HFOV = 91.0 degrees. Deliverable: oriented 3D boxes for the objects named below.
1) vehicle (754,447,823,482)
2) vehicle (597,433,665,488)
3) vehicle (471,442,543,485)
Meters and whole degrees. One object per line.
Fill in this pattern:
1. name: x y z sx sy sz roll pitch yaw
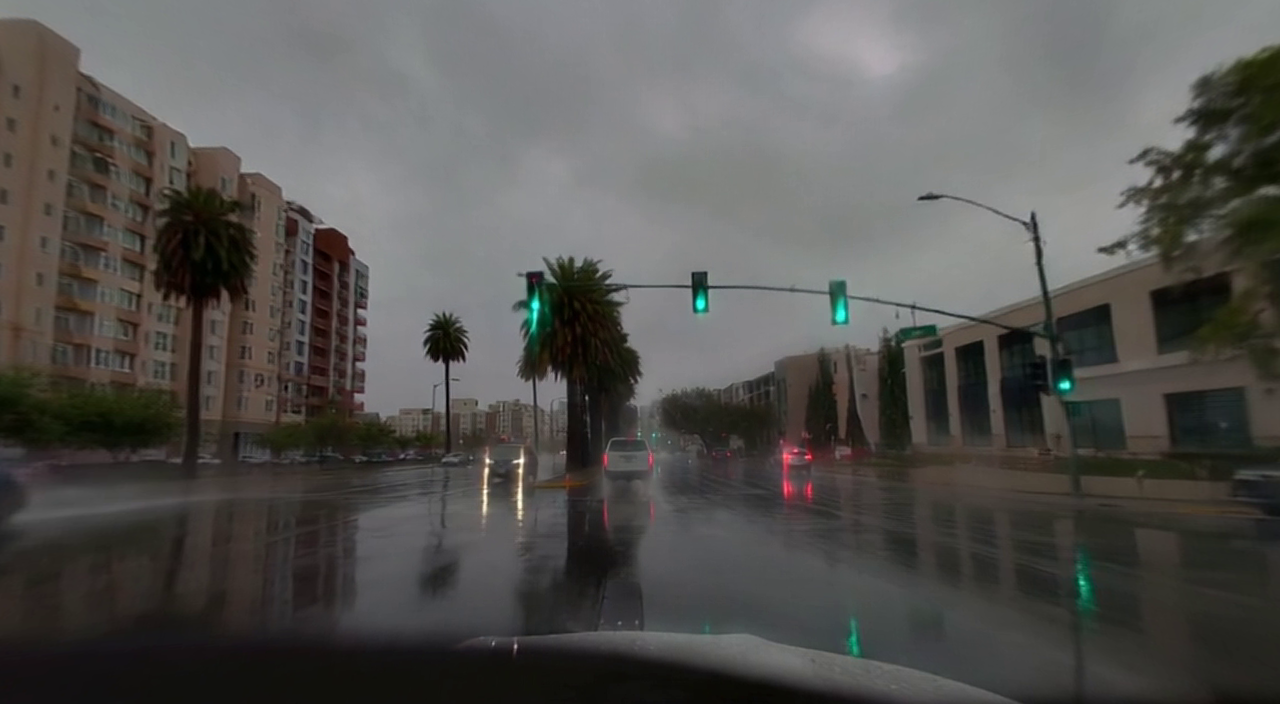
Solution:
1. vehicle: 6.759 5.169 29.216 1.975 1.483 4.769 0 -9 -1
2. vehicle: -0.300 3.952 23.206 2.277 1.816 4.192 0 -9 0
3. vehicle: -5.286 4.457 25.540 2.028 1.489 4.386 -3 -8 -1
